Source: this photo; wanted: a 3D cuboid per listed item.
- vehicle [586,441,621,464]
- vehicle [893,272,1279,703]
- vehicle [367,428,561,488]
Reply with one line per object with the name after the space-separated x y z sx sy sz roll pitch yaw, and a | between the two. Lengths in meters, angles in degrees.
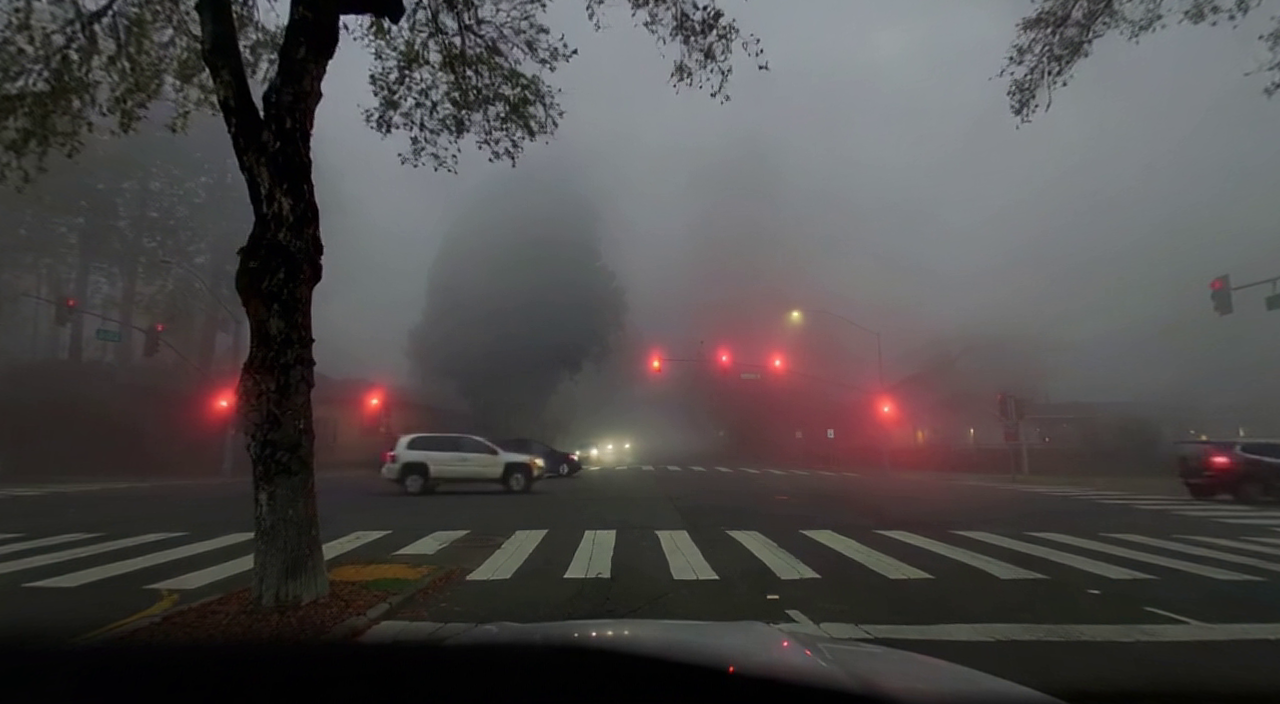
-2.390 6.713 42.281 2.046 1.491 4.118 0 -9 1 | vehicle
2.731 0.710 1.726 2.085 1.800 4.908 0 -9 1 | vehicle
-5.314 3.268 19.672 5.403 1.759 2.040 0 -9 0 | vehicle
